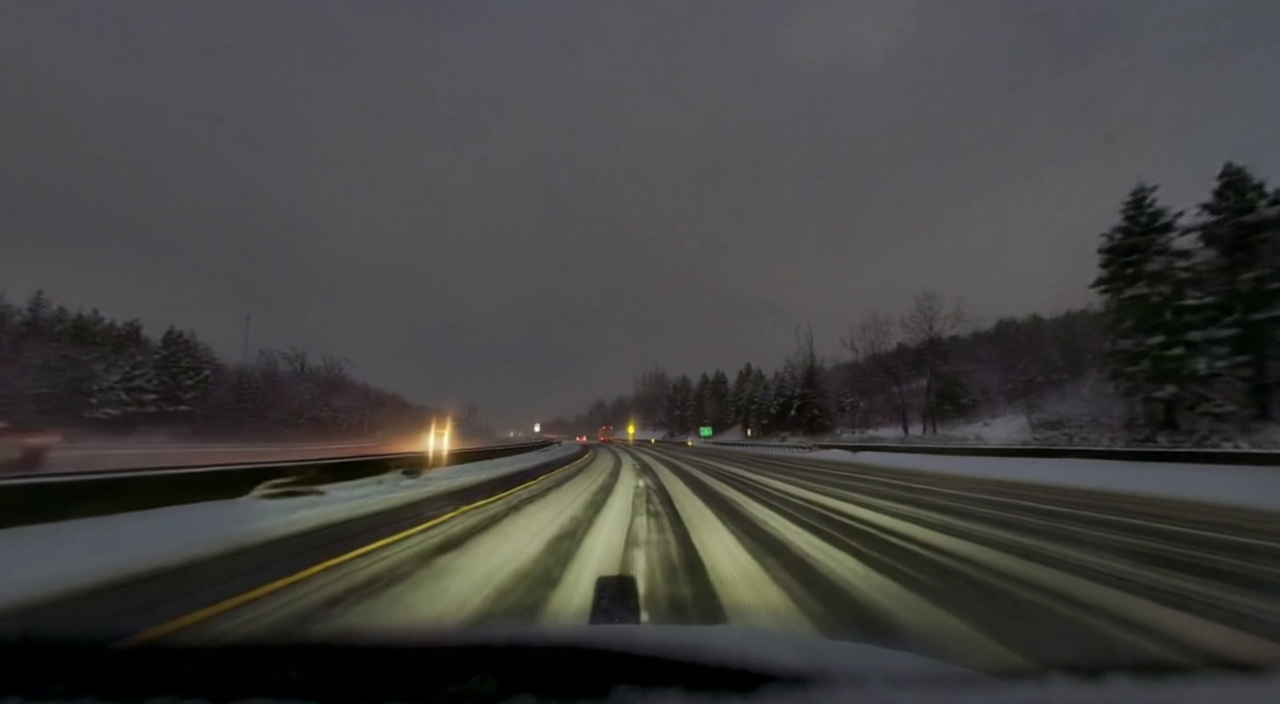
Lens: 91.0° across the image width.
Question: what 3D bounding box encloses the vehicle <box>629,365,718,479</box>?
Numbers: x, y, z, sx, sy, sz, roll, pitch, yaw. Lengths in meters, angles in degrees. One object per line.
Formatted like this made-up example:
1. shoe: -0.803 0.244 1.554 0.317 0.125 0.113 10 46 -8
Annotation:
1. vehicle: 1.550 3.465 29.281 3.153 4.080 13.081 -1 -8 3
